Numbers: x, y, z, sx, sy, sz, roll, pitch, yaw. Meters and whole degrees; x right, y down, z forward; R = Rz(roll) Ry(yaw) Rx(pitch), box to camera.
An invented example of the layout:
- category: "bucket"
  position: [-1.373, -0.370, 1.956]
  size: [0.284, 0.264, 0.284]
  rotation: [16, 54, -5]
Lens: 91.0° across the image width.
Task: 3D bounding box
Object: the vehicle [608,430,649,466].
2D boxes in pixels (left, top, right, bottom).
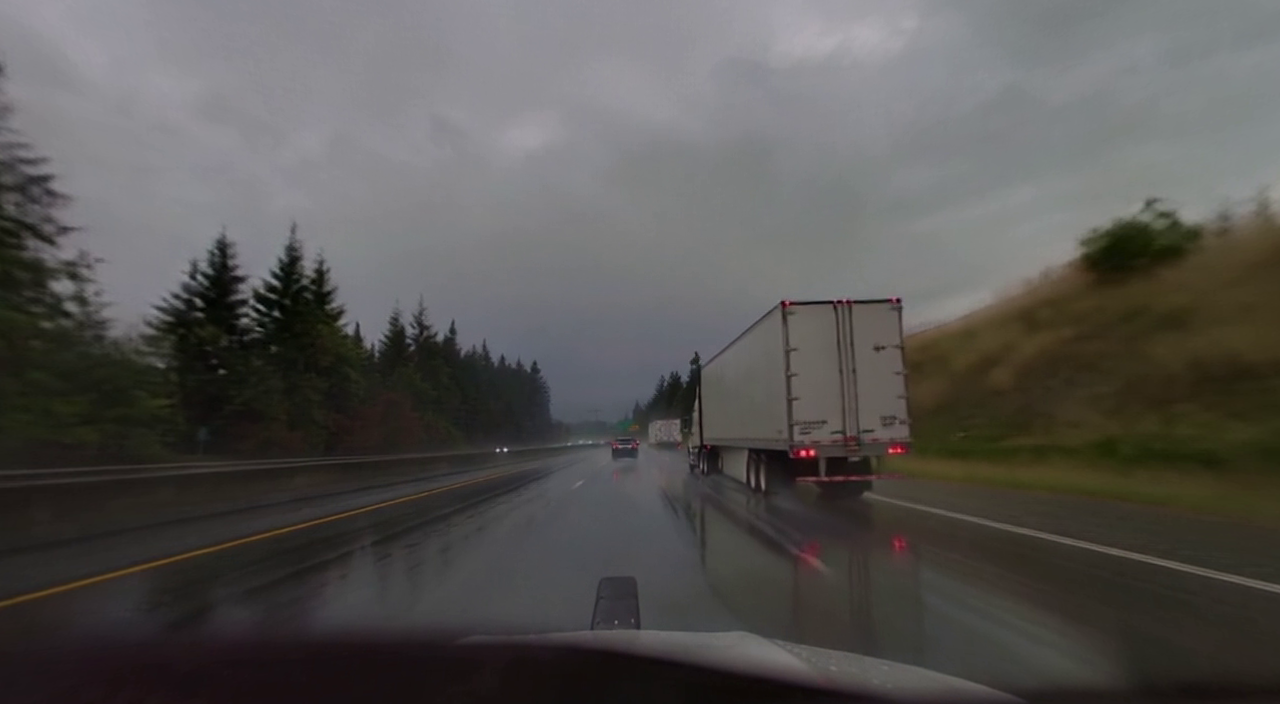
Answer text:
- category: "vehicle"
  position: [-0.675, 5.496, 36.141]
  size: [2.211, 1.933, 4.315]
  rotation: [0, -8, -1]

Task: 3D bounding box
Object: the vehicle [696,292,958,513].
- category: "vehicle"
  position: [4.084, 1.912, 18.935]
  size: [3.005, 4.121, 14.417]
  rotation: [0, -8, -2]
